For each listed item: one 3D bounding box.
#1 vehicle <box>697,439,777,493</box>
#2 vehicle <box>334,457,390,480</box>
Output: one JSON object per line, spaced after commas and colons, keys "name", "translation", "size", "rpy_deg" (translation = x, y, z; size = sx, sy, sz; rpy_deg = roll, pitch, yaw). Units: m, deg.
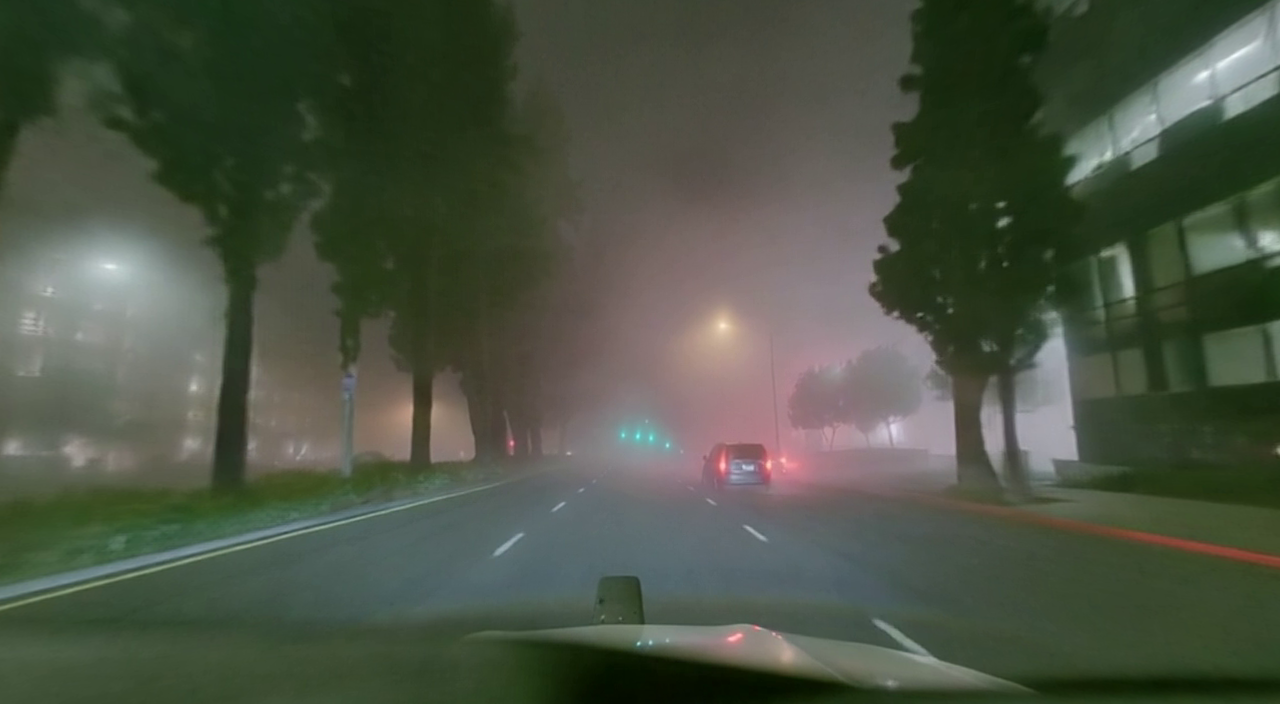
{"name": "vehicle", "translation": [3.348, 4.033, 22.749], "size": [2.083, 1.743, 4.354], "rpy_deg": [0, -8, -1]}
{"name": "vehicle", "translation": [-19.409, 8.127, 44.311], "size": [1.839, 1.481, 4.585], "rpy_deg": [0, -8, 1]}
